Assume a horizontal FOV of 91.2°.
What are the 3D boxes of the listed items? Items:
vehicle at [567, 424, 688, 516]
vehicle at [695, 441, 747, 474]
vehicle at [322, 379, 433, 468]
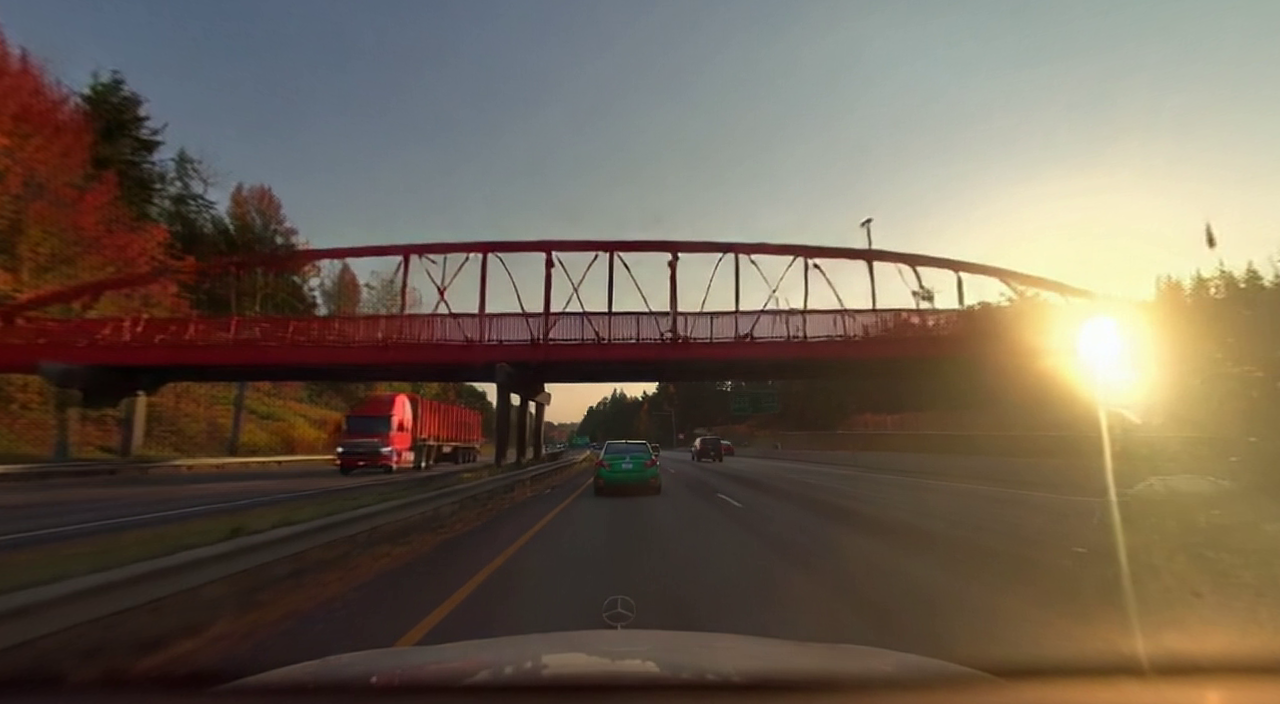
[{"bbox_3d":[-0.235,2.517,13.821,2.259,1.699,4.015,0,-9,0],"label":"vehicle"},{"bbox_3d":[3.913,5.151,30.763,1.894,1.487,3.751,0,-9,-2],"label":"vehicle"},{"bbox_3d":[-13.343,3.809,32.553,3.271,4.196,5.696,0,-9,-1],"label":"vehicle"}]
